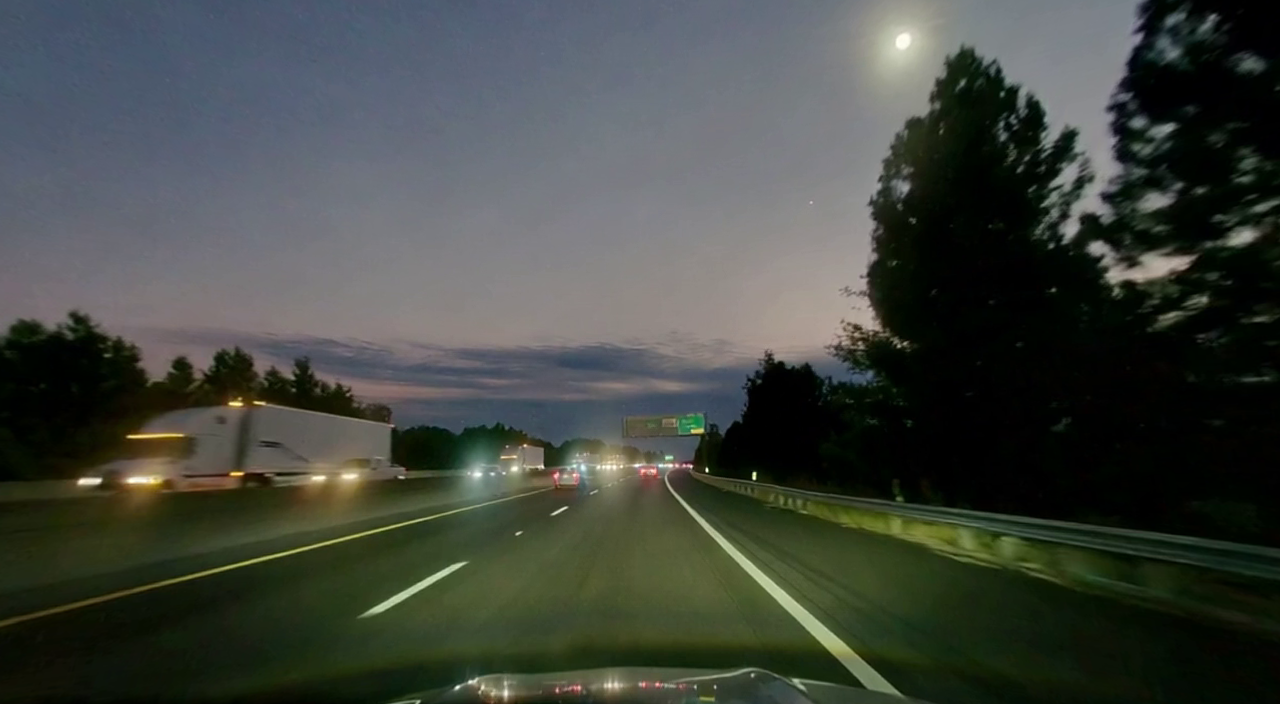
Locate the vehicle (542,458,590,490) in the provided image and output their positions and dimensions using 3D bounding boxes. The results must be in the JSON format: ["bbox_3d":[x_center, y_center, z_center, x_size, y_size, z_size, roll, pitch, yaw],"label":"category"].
[{"bbox_3d":[-4.353,7.261,37.580,2.160,1.721,4.368,1,-11,2],"label":"vehicle"}]

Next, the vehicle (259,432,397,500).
[{"bbox_3d":[-12.926,4.866,26.868,2.247,2.499,6.794,1,-11,1],"label":"vehicle"}]

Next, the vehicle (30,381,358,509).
[{"bbox_3d":[-17.463,4.301,27.472,2.882,3.981,15.102,1,-11,2],"label":"vehicle"}]
